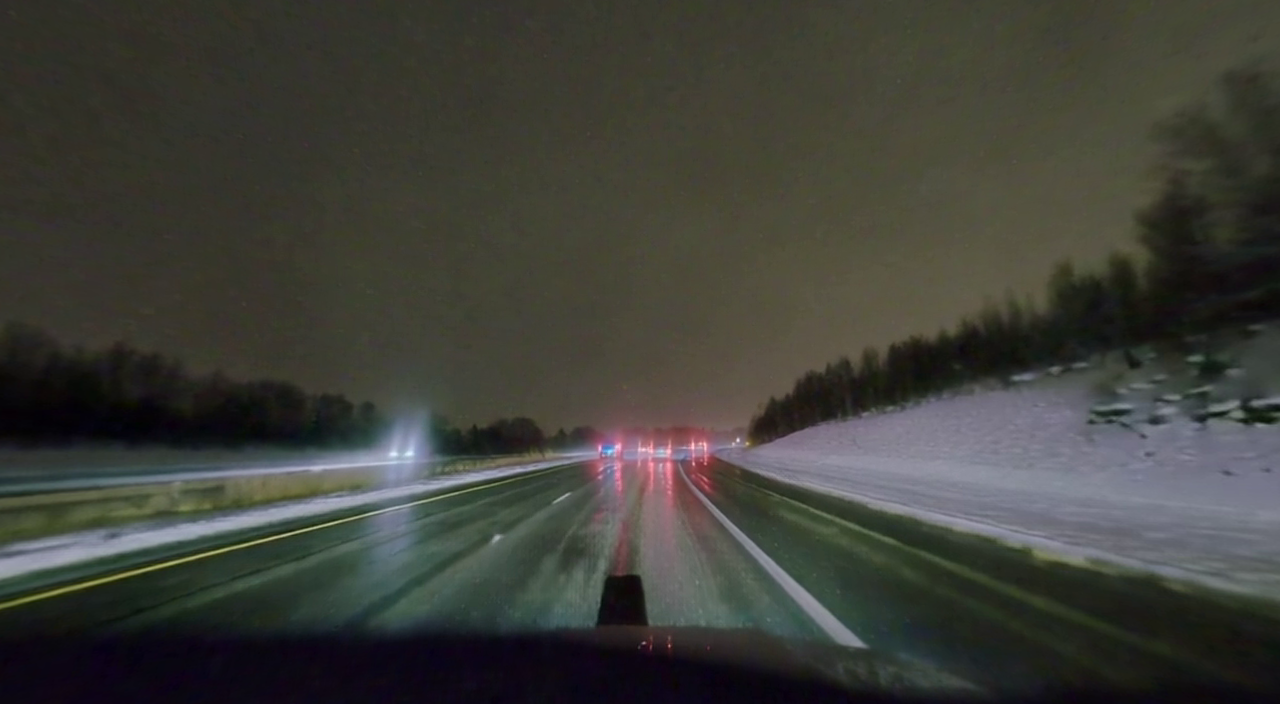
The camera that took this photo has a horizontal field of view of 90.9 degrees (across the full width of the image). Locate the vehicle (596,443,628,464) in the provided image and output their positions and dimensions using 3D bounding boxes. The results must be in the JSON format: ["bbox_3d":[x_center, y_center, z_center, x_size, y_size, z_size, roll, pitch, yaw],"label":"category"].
[{"bbox_3d":[-2.136,7.857,48.832,2.040,1.553,4.199,-1,-9,3],"label":"vehicle"}]
